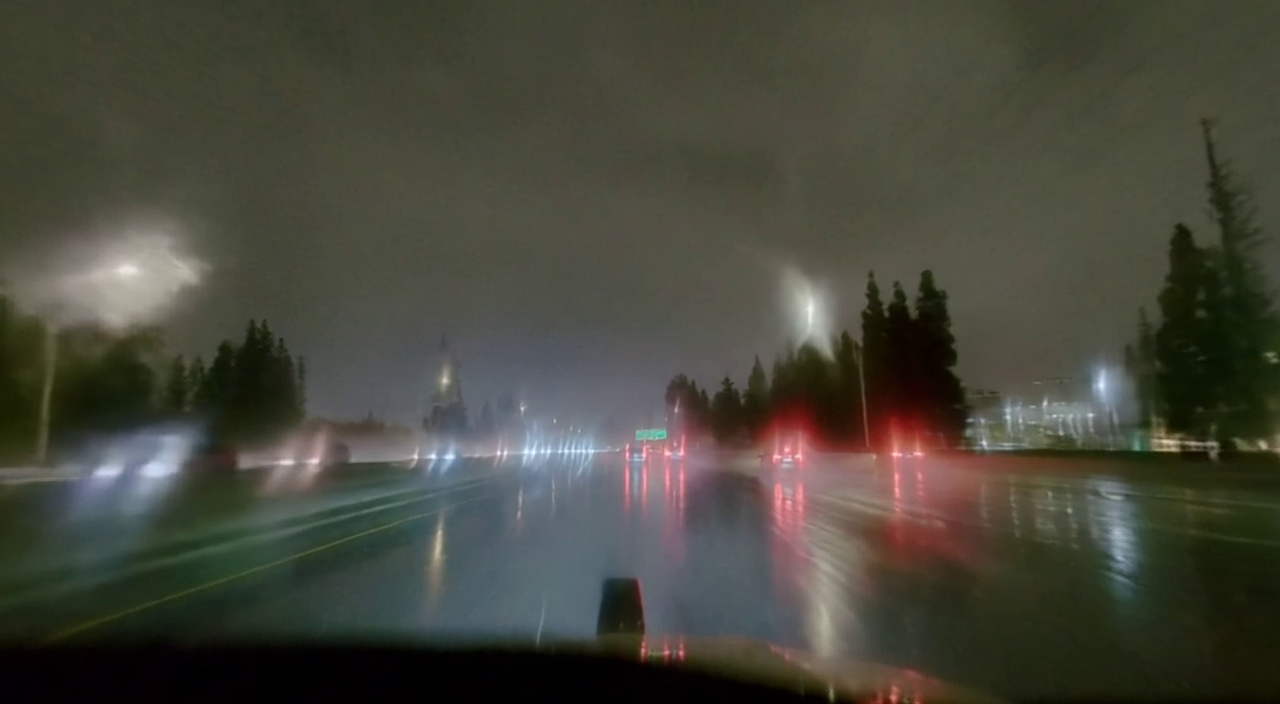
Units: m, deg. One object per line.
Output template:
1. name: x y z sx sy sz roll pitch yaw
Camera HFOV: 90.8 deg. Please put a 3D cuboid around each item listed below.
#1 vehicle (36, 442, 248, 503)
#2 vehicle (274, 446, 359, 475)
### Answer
1. vehicle: -14.160 3.410 18.510 1.990 1.479 5.124 0 -8 1
2. vehicle: -16.567 5.558 32.621 1.792 1.313 4.691 0 -8 2
